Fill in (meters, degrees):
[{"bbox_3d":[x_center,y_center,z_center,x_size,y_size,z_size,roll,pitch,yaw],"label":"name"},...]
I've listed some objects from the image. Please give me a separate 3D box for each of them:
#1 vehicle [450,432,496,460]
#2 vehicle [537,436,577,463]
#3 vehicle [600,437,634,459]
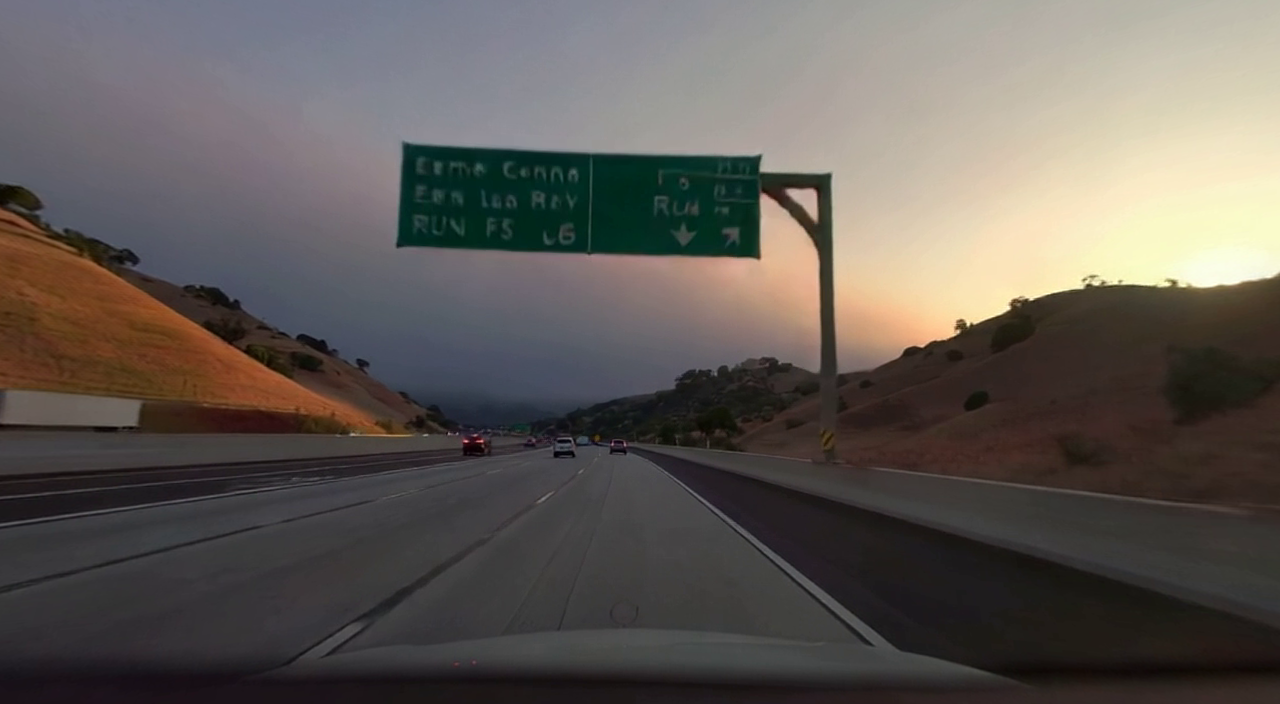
[{"bbox_3d":[-12.435,7.057,47.304,2.219,1.923,4.985,0,-9,-1],"label":"vehicle"},{"bbox_3d":[-5.343,6.330,41.061,2.060,1.631,4.214,0,-9,-1],"label":"vehicle"},{"bbox_3d":[-1.759,7.320,47.939,2.421,1.594,4.248,0,-9,-2],"label":"vehicle"}]
